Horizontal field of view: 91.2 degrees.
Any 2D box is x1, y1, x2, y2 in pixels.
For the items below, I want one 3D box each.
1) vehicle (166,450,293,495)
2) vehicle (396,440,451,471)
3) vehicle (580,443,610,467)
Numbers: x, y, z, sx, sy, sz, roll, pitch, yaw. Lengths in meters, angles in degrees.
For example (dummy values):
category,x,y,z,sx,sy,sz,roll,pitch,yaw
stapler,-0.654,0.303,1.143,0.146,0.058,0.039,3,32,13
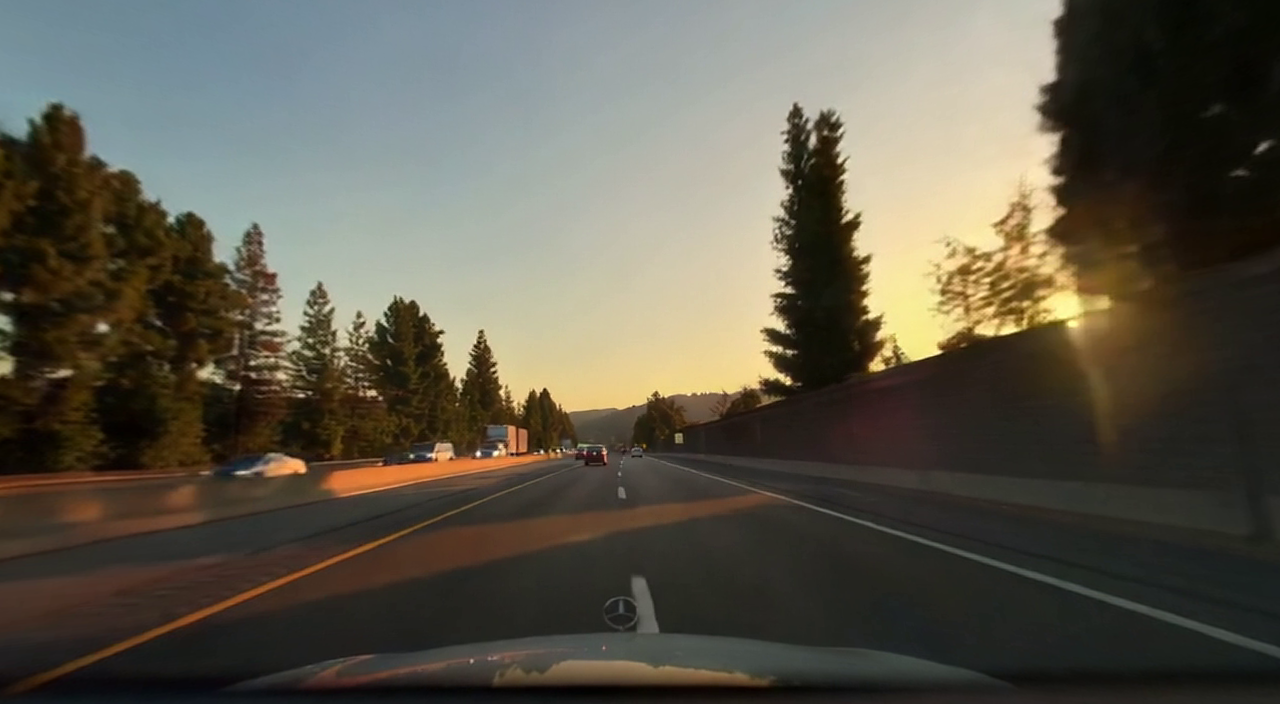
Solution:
category,x,y,z,sx,sy,sz,roll,pitch,yaw
vehicle,-15.050,4.404,23.325,1.849,1.497,4.415,0,-9,-2
vehicle,-15.786,7.570,46.018,2.209,2.067,5.308,0,-9,-2
vehicle,-3.315,7.616,46.622,2.098,1.692,4.038,0,-9,-2
